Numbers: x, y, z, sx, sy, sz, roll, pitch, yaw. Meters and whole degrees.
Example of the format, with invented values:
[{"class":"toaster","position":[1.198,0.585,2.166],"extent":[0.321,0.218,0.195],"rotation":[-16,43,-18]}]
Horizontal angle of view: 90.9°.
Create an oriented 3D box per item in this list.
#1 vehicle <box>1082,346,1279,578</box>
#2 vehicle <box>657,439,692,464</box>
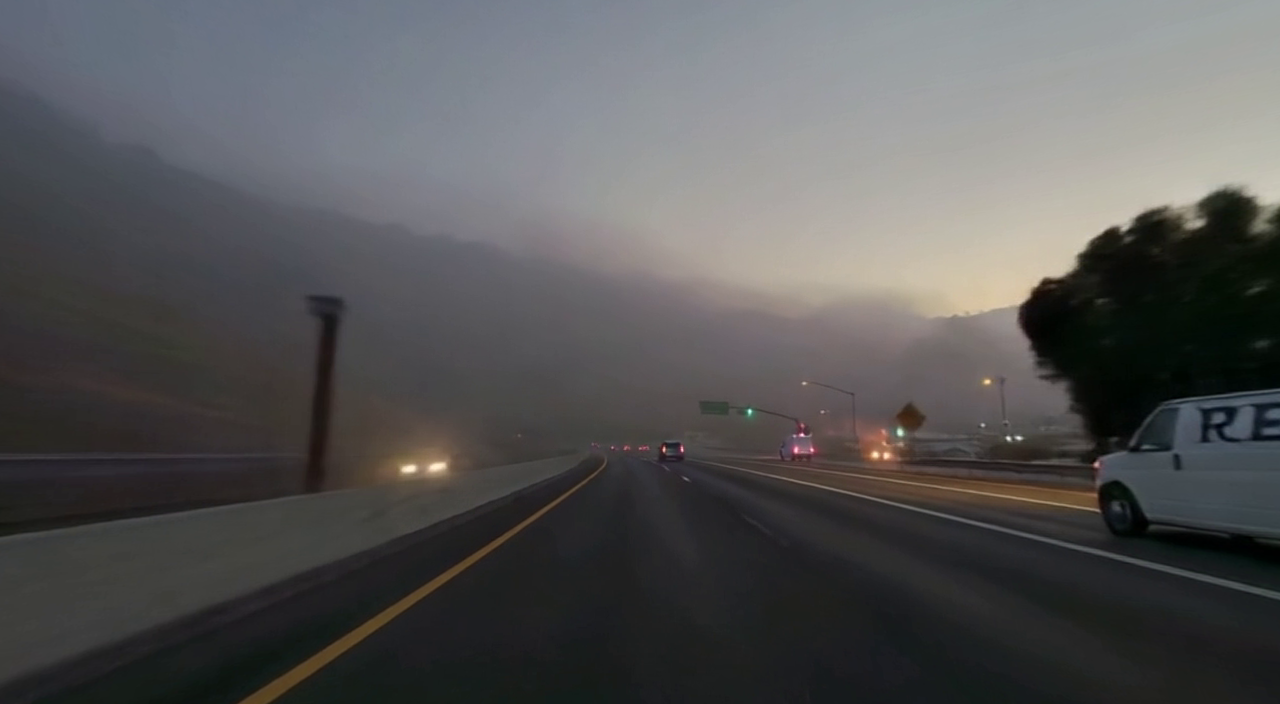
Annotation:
[{"class":"vehicle","position":[6.880,0.937,5.308],"extent":[2.275,2.059,5.543],"rotation":[0,-8,0]},{"class":"vehicle","position":[2.640,7.724,49.233],"extent":[2.210,1.815,4.571],"rotation":[1,-8,-3]}]
